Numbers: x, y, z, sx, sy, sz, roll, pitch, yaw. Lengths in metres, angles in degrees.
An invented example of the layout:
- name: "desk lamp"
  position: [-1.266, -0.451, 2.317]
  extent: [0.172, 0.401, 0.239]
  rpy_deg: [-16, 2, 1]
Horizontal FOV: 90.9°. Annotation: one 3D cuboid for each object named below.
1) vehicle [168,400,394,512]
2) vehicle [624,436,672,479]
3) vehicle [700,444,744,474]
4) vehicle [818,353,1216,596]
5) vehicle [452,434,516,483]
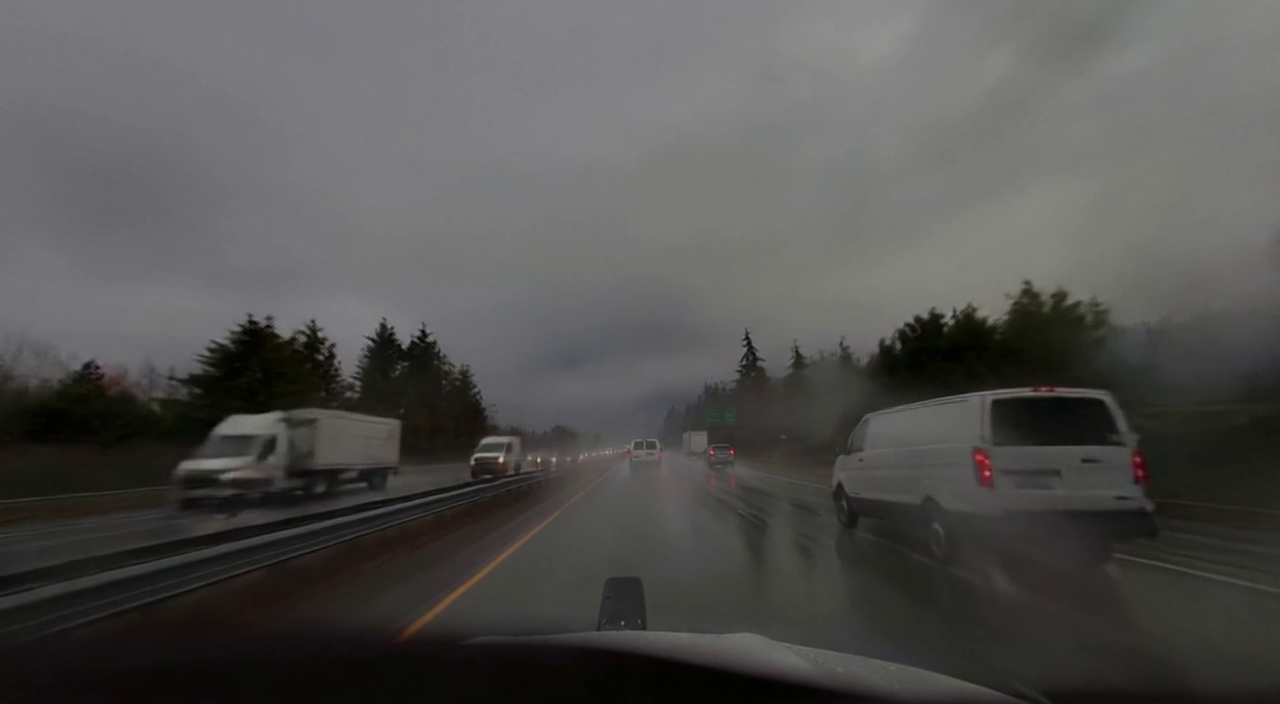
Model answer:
- name: "vehicle"
  position: [-13.683, 4.158, 25.691]
  extent: [3.003, 3.610, 10.351]
  rpy_deg: [0, -9, 0]
- name: "vehicle"
  position: [0.381, 5.061, 30.454]
  extent: [2.143, 1.925, 4.101]
  rpy_deg: [0, -9, 0]
- name: "vehicle"
  position: [4.591, 6.027, 35.736]
  extent: [1.868, 1.566, 3.509]
  rpy_deg: [0, -9, -2]
- name: "vehicle"
  position: [4.232, 1.495, 8.389]
  extent: [2.232, 2.290, 4.720]
  rpy_deg: [0, -9, -1]
- name: "vehicle"
  position: [-8.652, 5.939, 35.593]
  extent: [2.171, 2.512, 5.597]
  rpy_deg: [0, -9, 0]
